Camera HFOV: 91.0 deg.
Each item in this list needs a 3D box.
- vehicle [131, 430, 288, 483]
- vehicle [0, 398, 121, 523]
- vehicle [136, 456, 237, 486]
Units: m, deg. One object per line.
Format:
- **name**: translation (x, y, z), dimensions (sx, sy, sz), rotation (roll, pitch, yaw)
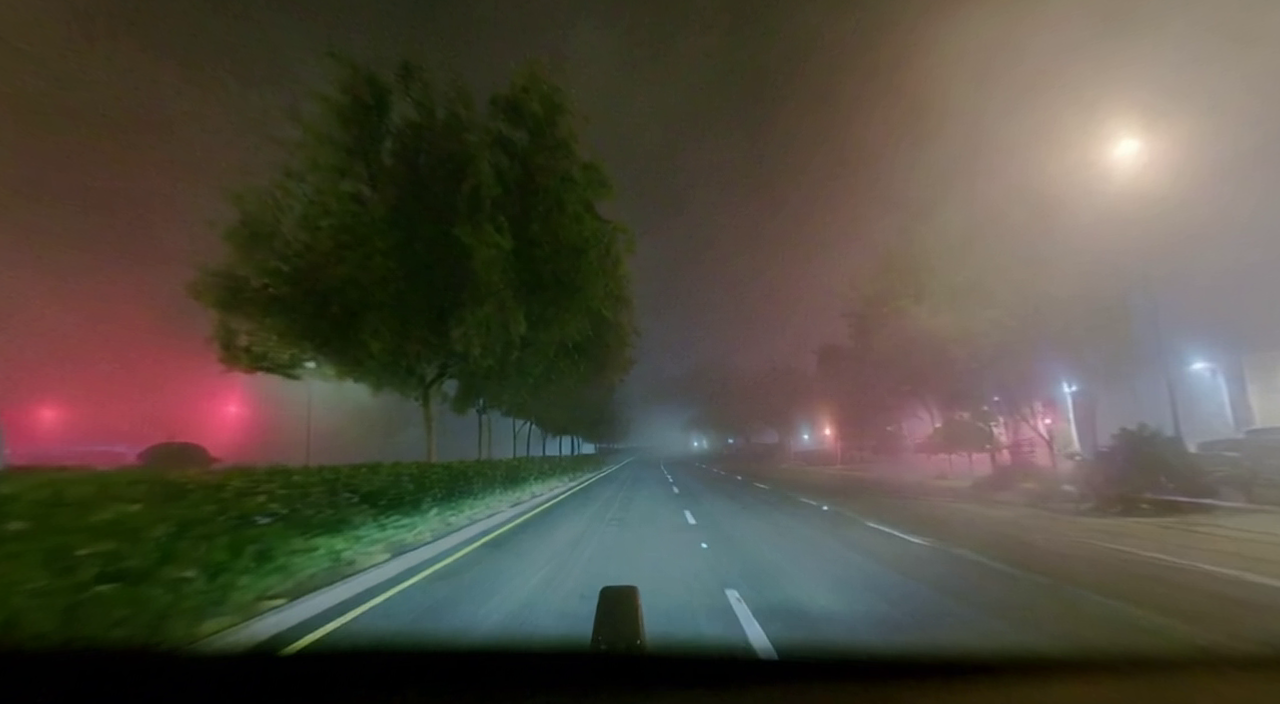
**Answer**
- **vehicle**: translation (-28.250, 6.902, 41.535), dimensions (8.606, 2.952, 2.752), rotation (-4, -9, 5)
- **vehicle**: translation (-19.528, 2.884, 16.608), dimensions (2.898, 3.487, 9.955), rotation (0, -9, 1)
- **vehicle**: translation (-25.499, 6.658, 35.501), dimensions (1.880, 1.341, 4.090), rotation (-1, -7, 33)
